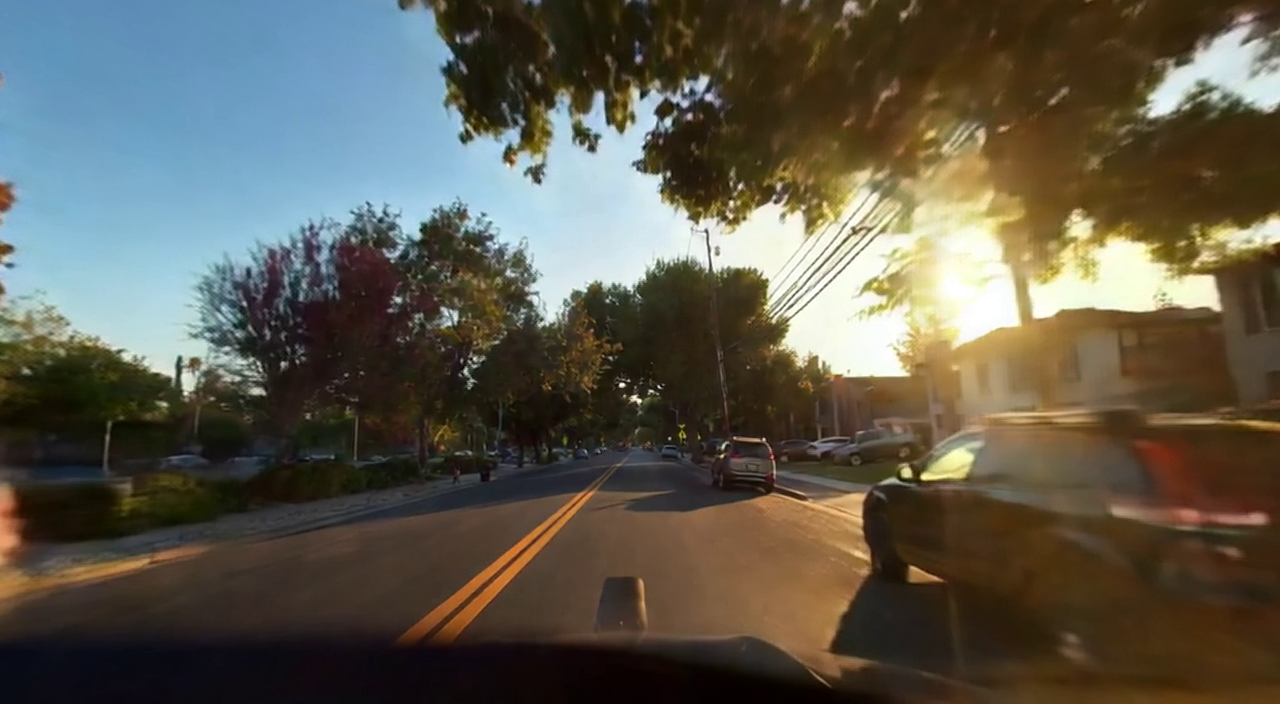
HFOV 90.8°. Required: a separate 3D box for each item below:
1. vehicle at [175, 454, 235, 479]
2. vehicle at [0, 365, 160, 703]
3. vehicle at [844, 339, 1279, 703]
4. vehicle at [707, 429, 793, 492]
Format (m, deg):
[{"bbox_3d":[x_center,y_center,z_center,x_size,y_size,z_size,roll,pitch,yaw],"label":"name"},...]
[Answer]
[{"bbox_3d":[-29.097,7.597,42.206,4.558,1.495,1.925,-7,-11,38],"label":"vehicle"},{"bbox_3d":[-4.572,0.936,2.463,2.074,1.836,4.365,-6,-9,-1],"label":"vehicle"},{"bbox_3d":[3.494,1.174,4.767,2.125,1.772,4.629,0,-9,-3],"label":"vehicle"},{"bbox_3d":[3.443,3.502,20.682,1.949,1.807,4.224,0,-9,-1],"label":"vehicle"}]
